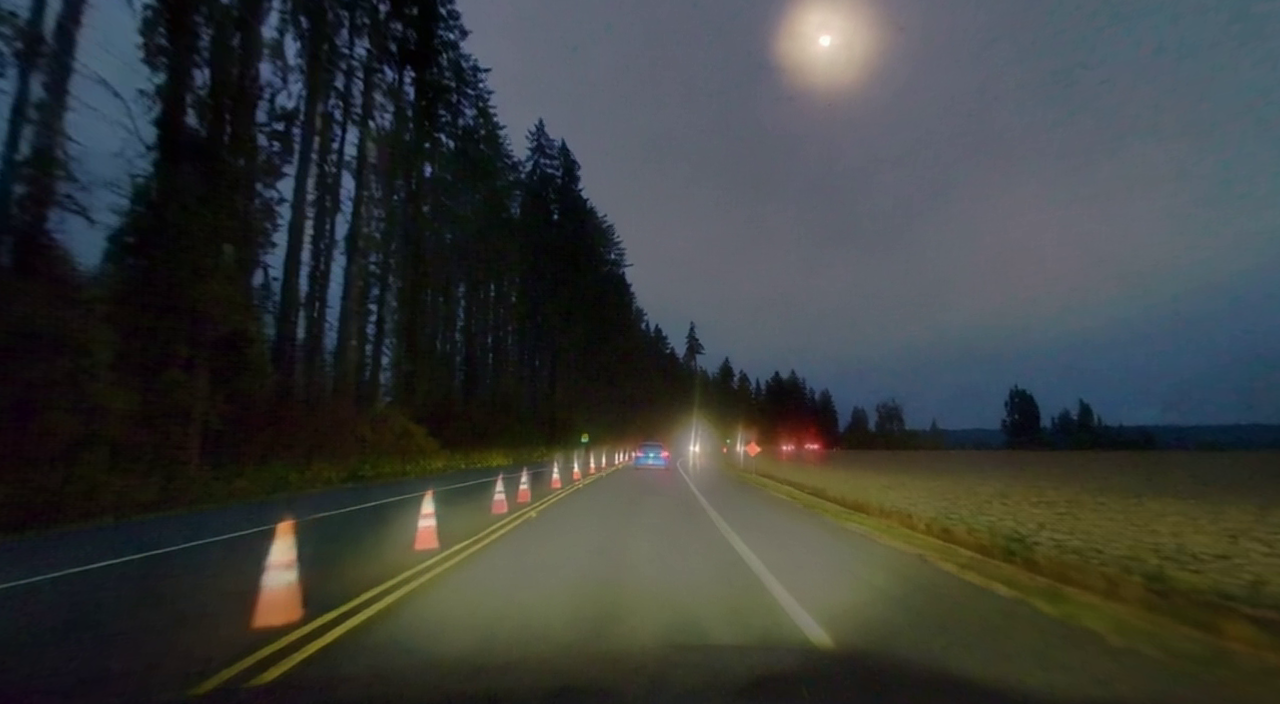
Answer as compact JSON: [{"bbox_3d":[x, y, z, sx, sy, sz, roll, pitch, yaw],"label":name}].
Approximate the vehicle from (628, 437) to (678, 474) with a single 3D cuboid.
[{"bbox_3d":[0.610,4.543,27.844,2.042,1.489,3.963,-1,-8,2],"label":"vehicle"}]
